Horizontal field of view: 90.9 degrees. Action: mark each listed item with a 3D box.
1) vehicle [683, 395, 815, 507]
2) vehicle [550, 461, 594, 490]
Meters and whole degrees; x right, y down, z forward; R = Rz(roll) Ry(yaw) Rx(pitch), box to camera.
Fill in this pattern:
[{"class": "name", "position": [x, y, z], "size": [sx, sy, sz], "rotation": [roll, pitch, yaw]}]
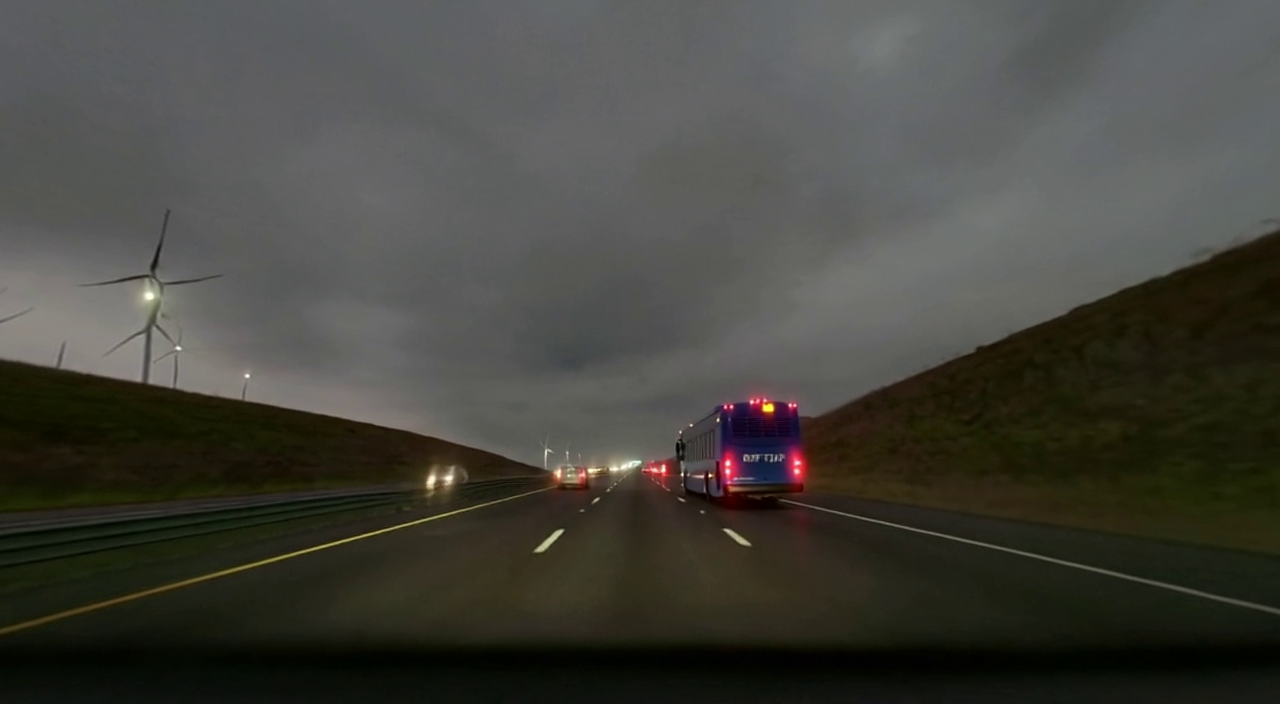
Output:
[{"class": "vehicle", "position": [3.985, 4.493, 27.529], "size": [2.941, 3.574, 14.463], "rotation": [1, -10, -1]}, {"class": "vehicle", "position": [-4.012, 7.432, 38.040], "size": [2.213, 1.568, 4.274], "rotation": [1, -10, -1]}]
